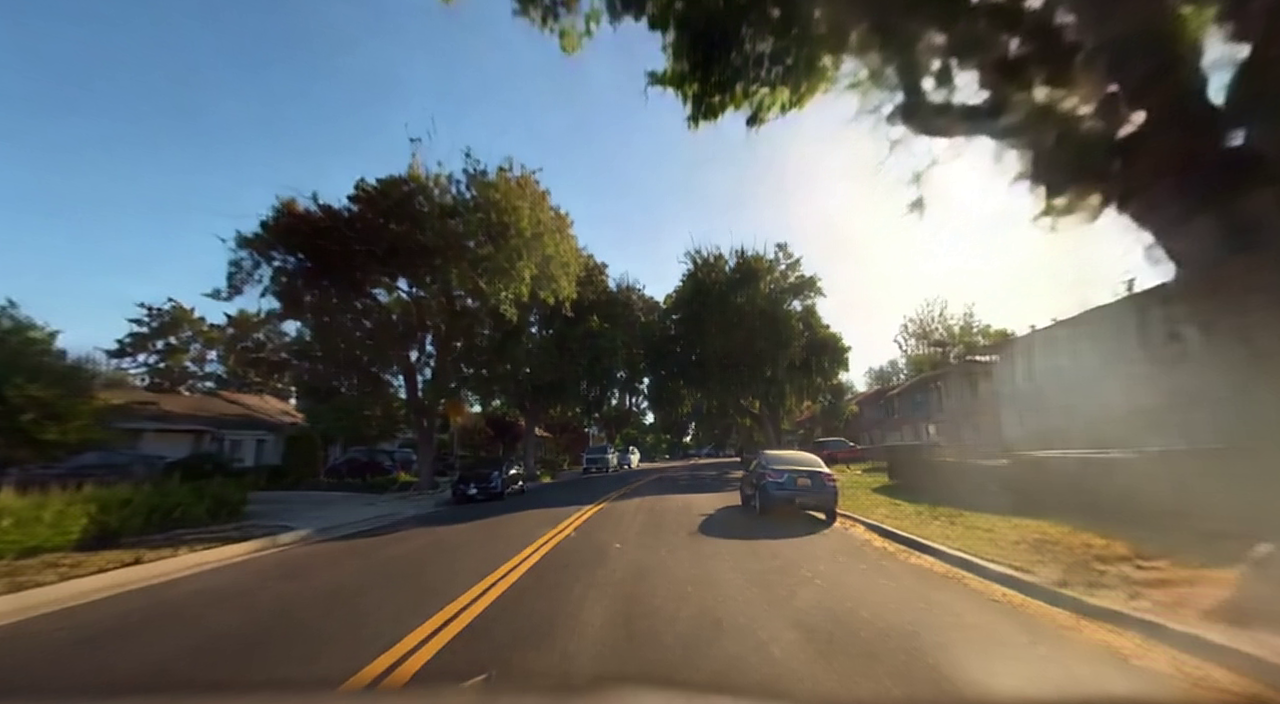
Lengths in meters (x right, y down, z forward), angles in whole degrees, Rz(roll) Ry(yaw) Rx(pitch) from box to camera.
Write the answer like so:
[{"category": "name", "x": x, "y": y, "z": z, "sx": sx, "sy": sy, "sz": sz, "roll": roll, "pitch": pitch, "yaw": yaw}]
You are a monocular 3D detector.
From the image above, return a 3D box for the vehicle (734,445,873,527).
[{"category": "vehicle", "x": 3.289, "y": 2.764, "z": 13.644, "sx": 1.972, "sy": 1.460, "sz": 4.137, "roll": -1, "pitch": -9, "yaw": 1}]

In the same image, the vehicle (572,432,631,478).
[{"category": "vehicle", "x": -2.367, "y": 6.759, "z": 40.642, "sx": 2.334, "sy": 2.126, "sz": 6.444, "roll": -6, "pitch": -16, "yaw": 8}]

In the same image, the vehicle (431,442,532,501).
[{"category": "vehicle", "x": -5.046, "y": 4.033, "z": 20.775, "sx": 2.005, "sy": 1.557, "sz": 4.172, "roll": -3, "pitch": -15, "yaw": 3}]
